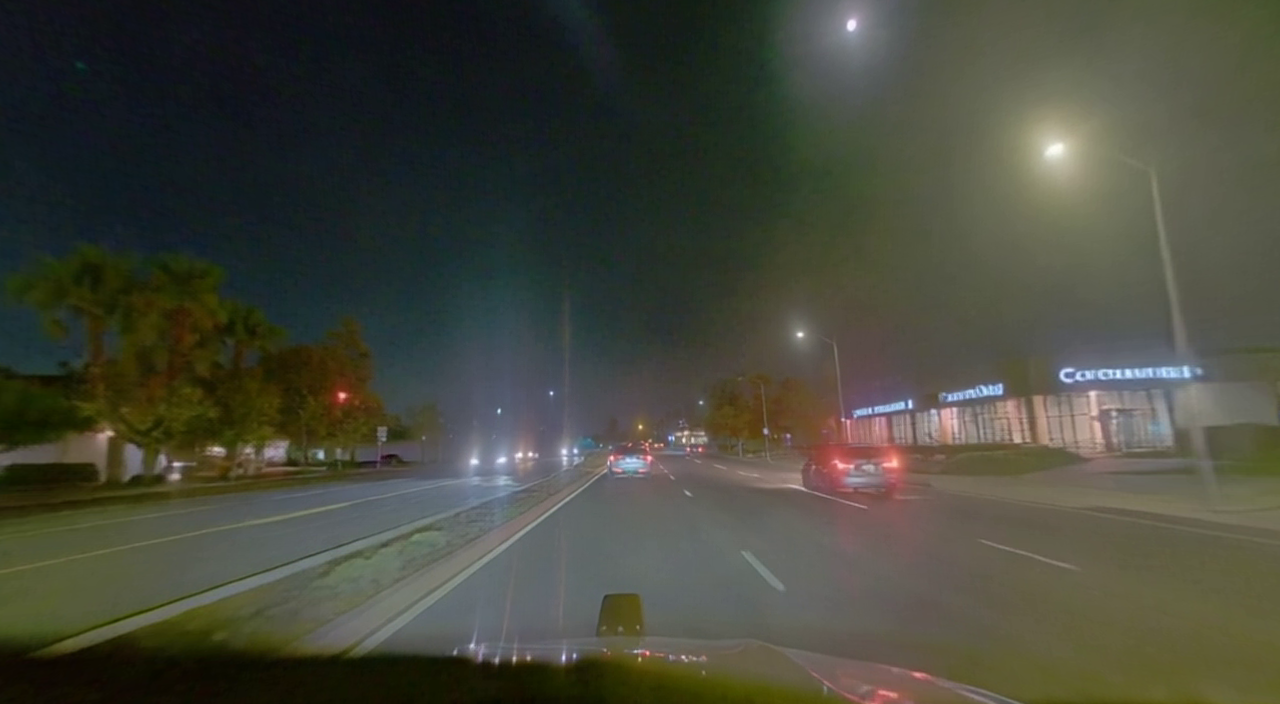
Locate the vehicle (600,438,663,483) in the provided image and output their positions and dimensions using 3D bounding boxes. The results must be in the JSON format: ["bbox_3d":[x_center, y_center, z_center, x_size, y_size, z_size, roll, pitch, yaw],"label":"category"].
[{"bbox_3d":[-0.312,3.987,23.419,2.106,1.496,3.964,0,-9,-1],"label":"vehicle"}]

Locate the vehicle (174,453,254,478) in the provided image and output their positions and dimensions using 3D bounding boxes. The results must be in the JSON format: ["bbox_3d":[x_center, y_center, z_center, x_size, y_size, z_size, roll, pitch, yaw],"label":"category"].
[{"bbox_3d":[-31.991,8.524,47.535,4.619,1.748,2.040,8,-12,-41],"label":"vehicle"}]

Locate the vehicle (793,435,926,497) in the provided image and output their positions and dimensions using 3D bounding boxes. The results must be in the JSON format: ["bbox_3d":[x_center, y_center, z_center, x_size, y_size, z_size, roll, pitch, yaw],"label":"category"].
[{"bbox_3d":[6.334,3.355,18.941,2.244,1.618,4.585,0,-9,-2],"label":"vehicle"}]

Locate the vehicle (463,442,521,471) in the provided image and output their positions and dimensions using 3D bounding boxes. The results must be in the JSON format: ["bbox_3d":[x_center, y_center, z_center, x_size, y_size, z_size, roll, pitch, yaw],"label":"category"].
[{"bbox_3d":[-8.347,5.943,36.082,2.049,1.543,5.131,0,-9,0],"label":"vehicle"}]
